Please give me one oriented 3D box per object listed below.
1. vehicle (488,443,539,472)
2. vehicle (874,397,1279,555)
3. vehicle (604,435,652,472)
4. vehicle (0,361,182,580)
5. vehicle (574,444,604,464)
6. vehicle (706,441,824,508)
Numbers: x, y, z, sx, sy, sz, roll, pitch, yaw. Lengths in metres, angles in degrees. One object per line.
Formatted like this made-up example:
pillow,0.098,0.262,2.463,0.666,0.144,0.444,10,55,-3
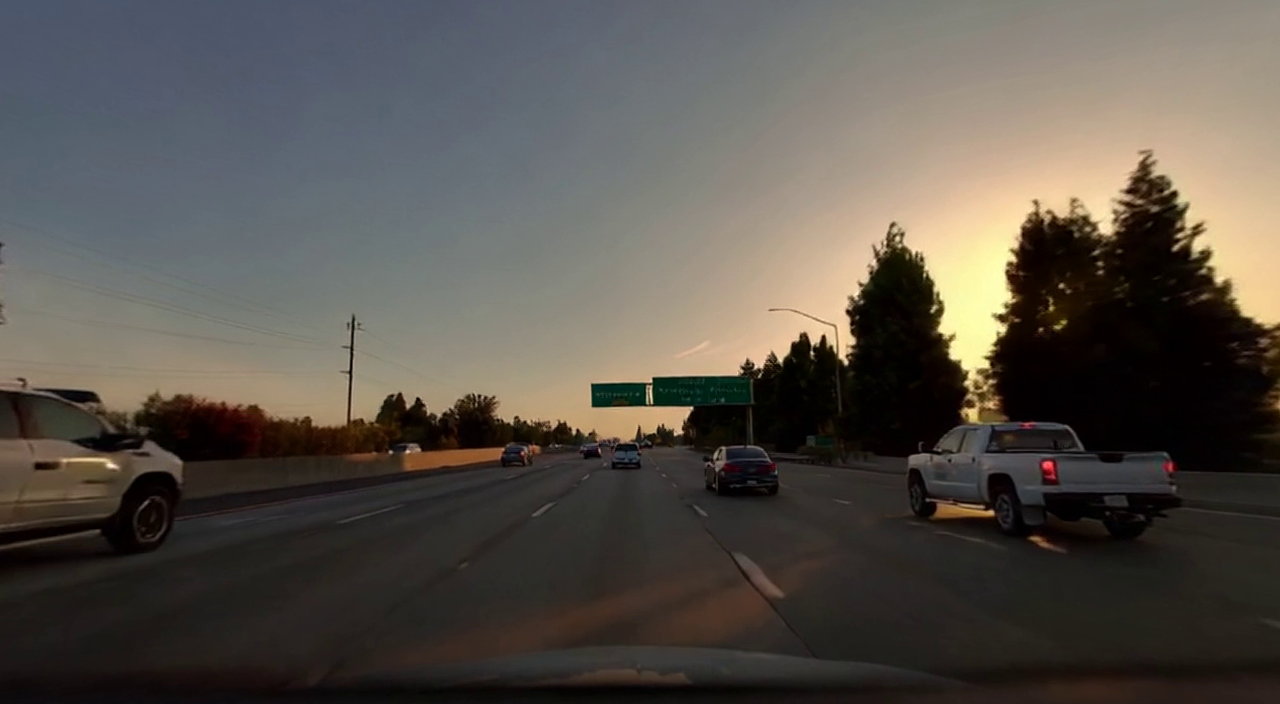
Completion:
vehicle,-7.038,5.907,35.630,1.920,1.482,4.385,0,-8,0
vehicle,6.511,1.948,10.758,2.635,1.919,5.907,0,-8,-2
vehicle,-0.603,5.336,33.359,2.323,1.805,4.729,0,-8,0
vehicle,-7.150,0.974,5.013,2.444,2.012,6.122,0,-8,0
vehicle,-3.972,8.037,49.726,1.935,1.487,4.076,0,-8,0
vehicle,2.966,3.004,16.034,2.011,1.462,4.286,0,-8,-1
